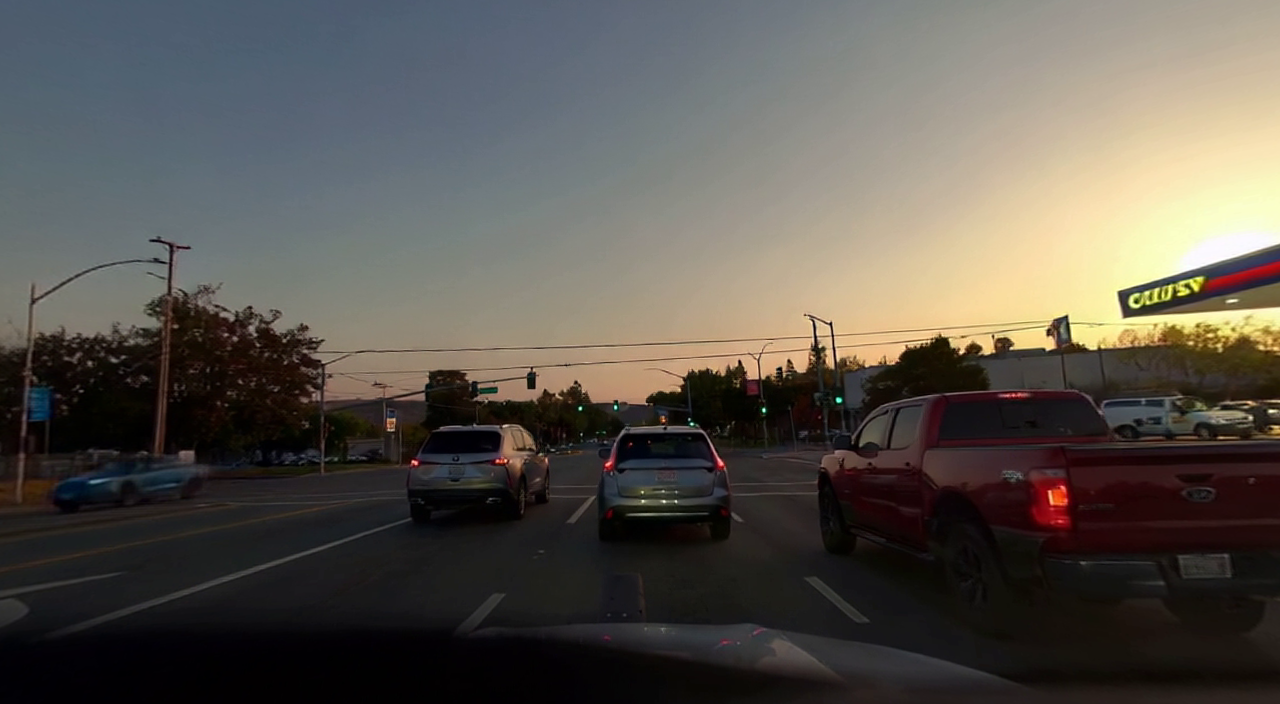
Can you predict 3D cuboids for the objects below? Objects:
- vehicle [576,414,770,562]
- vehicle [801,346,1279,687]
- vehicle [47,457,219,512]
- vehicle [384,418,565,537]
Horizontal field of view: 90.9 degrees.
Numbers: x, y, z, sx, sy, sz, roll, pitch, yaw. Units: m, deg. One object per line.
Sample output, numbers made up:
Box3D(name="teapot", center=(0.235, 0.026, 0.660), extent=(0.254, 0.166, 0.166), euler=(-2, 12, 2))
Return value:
Box3D(name="vehicle", center=(0.363, 1.841, 9.231), extent=(2.181, 1.650, 4.083), euler=(0, -8, 0))
Box3D(name="vehicle", center=(3.411, 1.285, 6.197), extent=(2.161, 1.868, 5.321), euler=(0, -8, -1))
Box3D(name="vehicle", center=(-15.879, 4.126, 20.120), extent=(1.808, 1.457, 4.381), euler=(0, -8, 1))
Box3D(name="vehicle", center=(-2.705, 2.166, 11.504), extent=(2.019, 1.731, 4.299), euler=(0, -8, 1))
